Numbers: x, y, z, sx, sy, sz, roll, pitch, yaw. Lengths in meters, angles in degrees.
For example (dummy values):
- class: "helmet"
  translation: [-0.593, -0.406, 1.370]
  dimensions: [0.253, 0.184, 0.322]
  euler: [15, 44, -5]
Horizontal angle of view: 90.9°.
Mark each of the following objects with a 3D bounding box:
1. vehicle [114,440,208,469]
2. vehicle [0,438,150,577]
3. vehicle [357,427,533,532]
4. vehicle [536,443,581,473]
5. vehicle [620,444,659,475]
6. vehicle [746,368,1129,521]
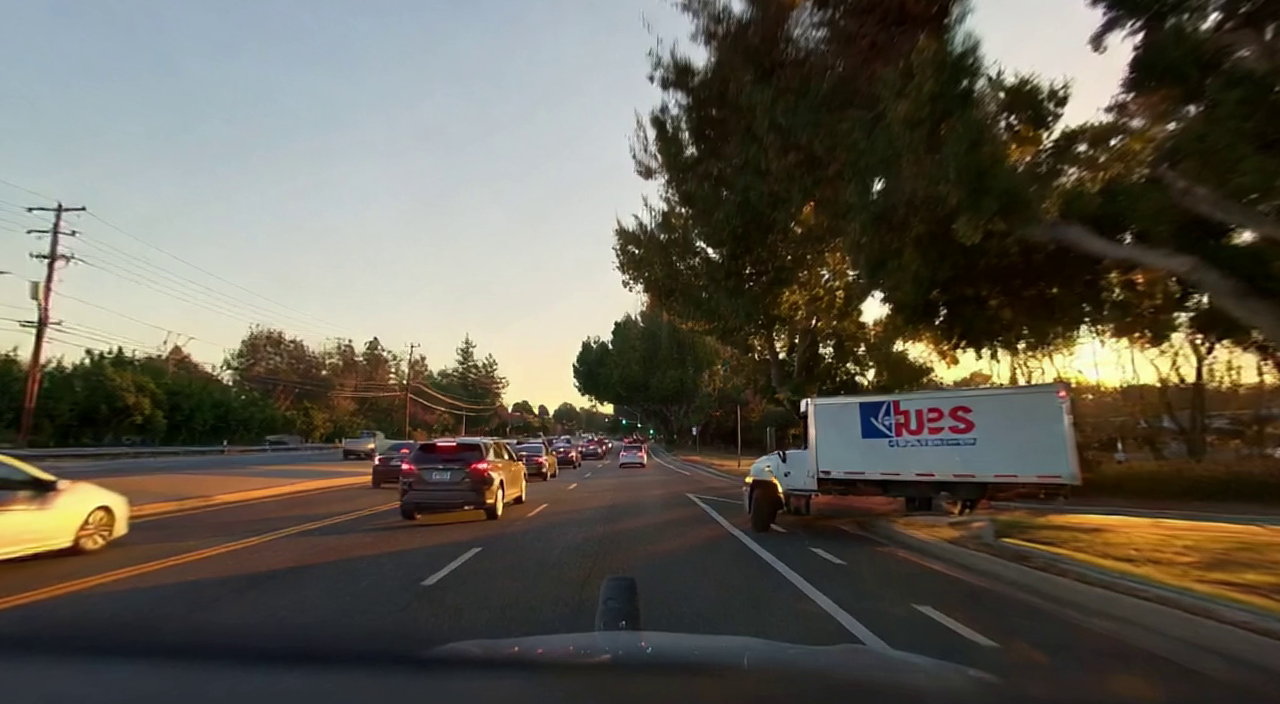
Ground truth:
- class: "vehicle"
  translation: [-26.449, 5.667, 35.046]
  dimensions: [1.822, 1.472, 4.553]
  euler: [0, -8, -3]
- class: "vehicle"
  translation: [-7.830, 1.627, 6.440]
  dimensions: [1.922, 1.473, 4.640]
  euler: [0, -8, 0]
- class: "vehicle"
  translation: [-3.535, 2.395, 12.460]
  dimensions: [2.007, 1.664, 4.431]
  euler: [0, -8, 1]
- class: "vehicle"
  translation: [-4.368, 5.686, 34.216]
  dimensions: [1.871, 1.502, 4.240]
  euler: [0, -8, 0]
- class: "vehicle"
  translation: [-0.064, 5.525, 32.636]
  dimensions: [1.875, 1.453, 3.888]
  euler: [0, -8, -1]
- class: "vehicle"
  translation: [7.416, 2.492, 17.136]
  dimensions: [3.138, 3.120, 8.670]
  euler: [8, -12, -44]
